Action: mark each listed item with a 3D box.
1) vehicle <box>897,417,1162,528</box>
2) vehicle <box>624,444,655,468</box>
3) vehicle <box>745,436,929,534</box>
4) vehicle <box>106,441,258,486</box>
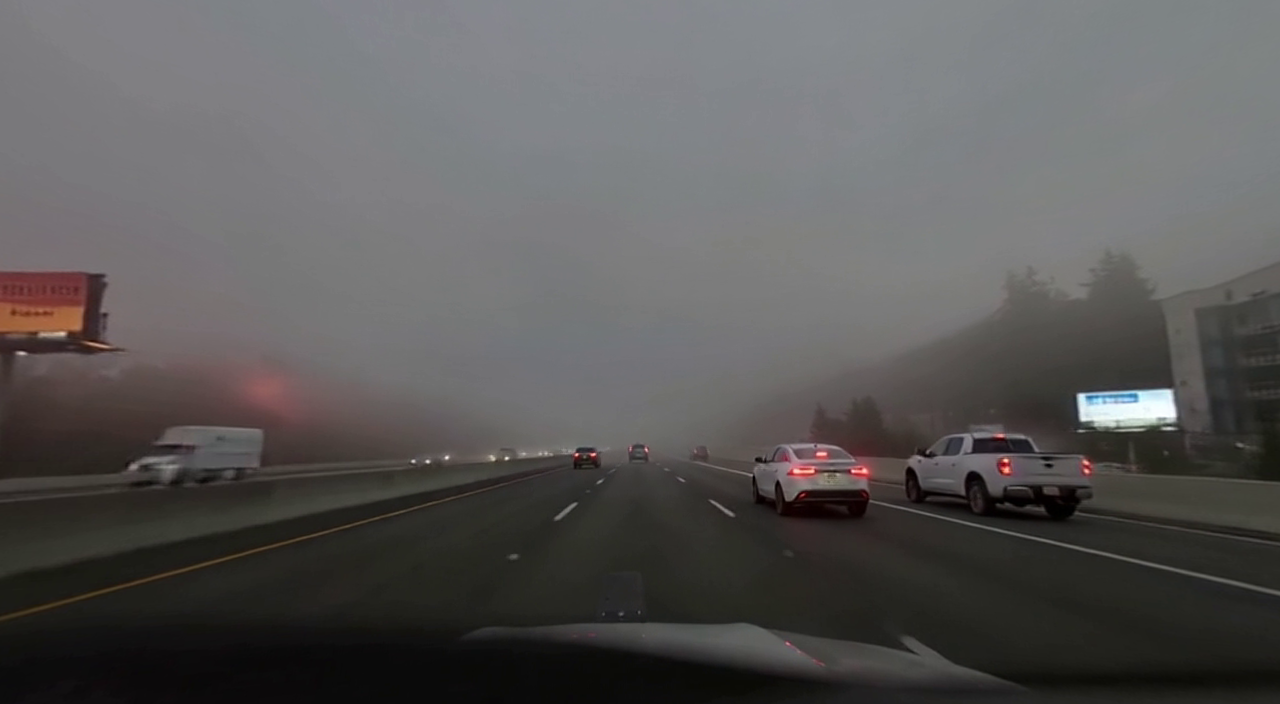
[{"bbox_3d":[7.398,2.348,12.837,2.176,1.793,4.841,0,-9,-1],"label":"vehicle"},{"bbox_3d":[-0.069,7.774,47.367,2.191,1.685,4.015,0,-9,-1],"label":"vehicle"},{"bbox_3d":[3.449,2.426,12.140,1.987,1.509,4.512,0,-9,-1],"label":"vehicle"},{"bbox_3d":[-25.635,6.256,36.006,2.922,2.226,7.704,0,-9,0],"label":"vehicle"}]
